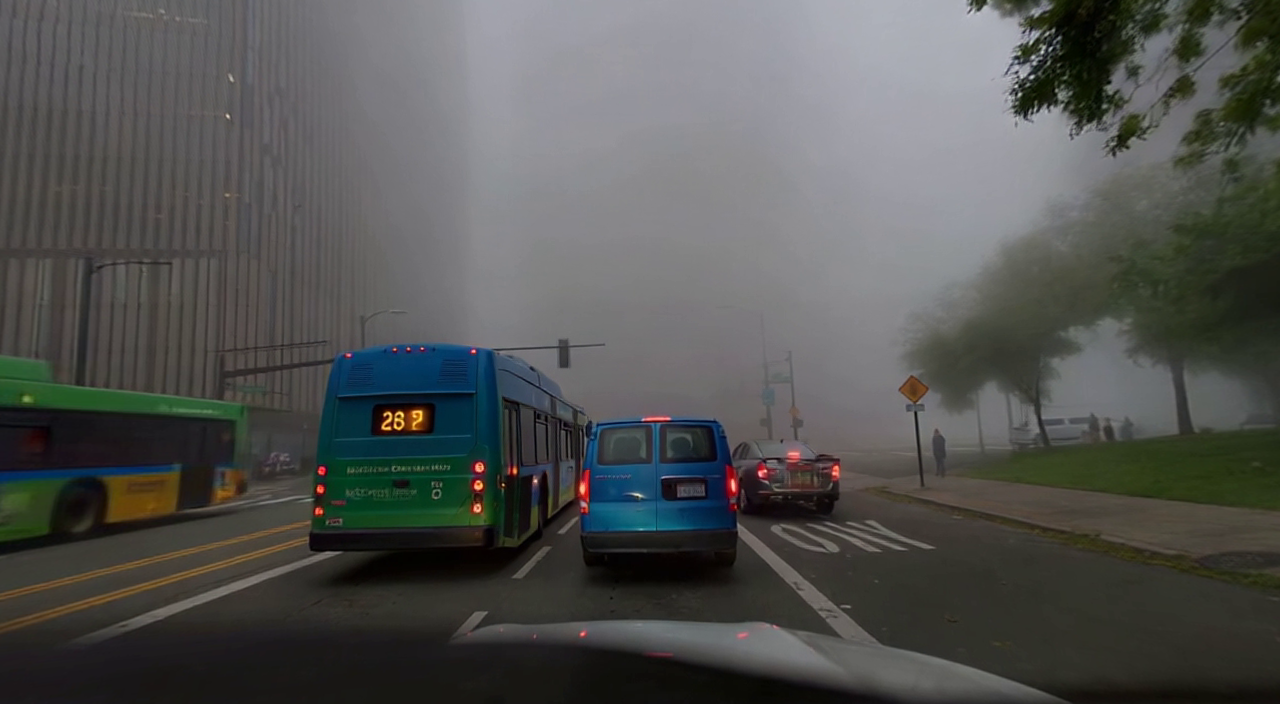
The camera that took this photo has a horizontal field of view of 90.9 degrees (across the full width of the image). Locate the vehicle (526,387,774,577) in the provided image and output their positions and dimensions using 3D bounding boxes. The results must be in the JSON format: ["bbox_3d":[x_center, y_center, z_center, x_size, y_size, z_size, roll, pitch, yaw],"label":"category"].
[{"bbox_3d":[0.128,1.644,8.602,2.500,1.912,4.270,0,-9,1],"label":"vehicle"}]

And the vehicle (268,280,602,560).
[{"bbox_3d":[-2.900,1.808,14.571,3.042,3.445,13.615,0,-9,1],"label":"vehicle"}]

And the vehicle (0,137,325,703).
[{"bbox_3d":[-2.760,0.320,0.221,2.329,2.089,5.659,0,-9,0],"label":"vehicle"}]
